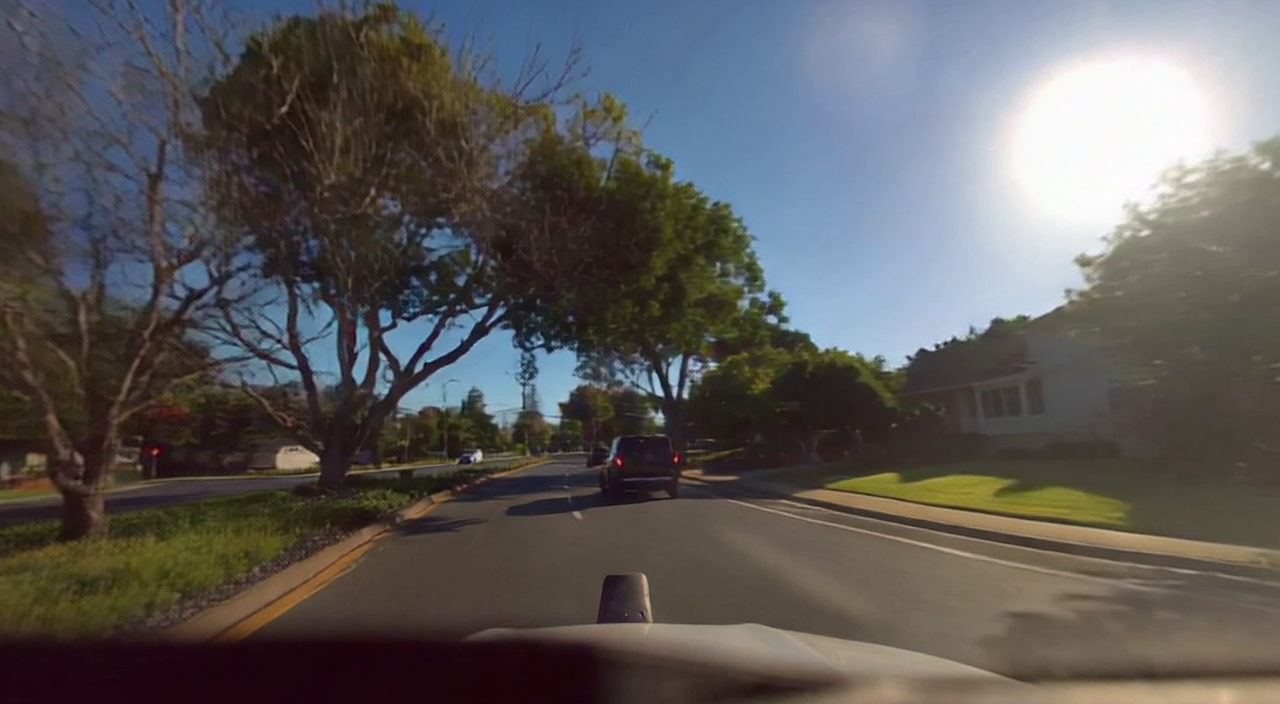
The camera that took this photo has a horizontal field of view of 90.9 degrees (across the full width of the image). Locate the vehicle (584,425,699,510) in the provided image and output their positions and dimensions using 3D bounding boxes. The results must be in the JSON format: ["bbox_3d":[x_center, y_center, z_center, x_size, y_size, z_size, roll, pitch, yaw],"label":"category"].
[{"bbox_3d":[-0.162,2.893,16.298,2.141,1.833,4.704,1,-9,-10],"label":"vehicle"}]

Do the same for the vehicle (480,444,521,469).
[{"bbox_3d":[-9.999,7.522,45.550,2.063,1.721,4.261,0,-9,-2],"label":"vehicle"}]
